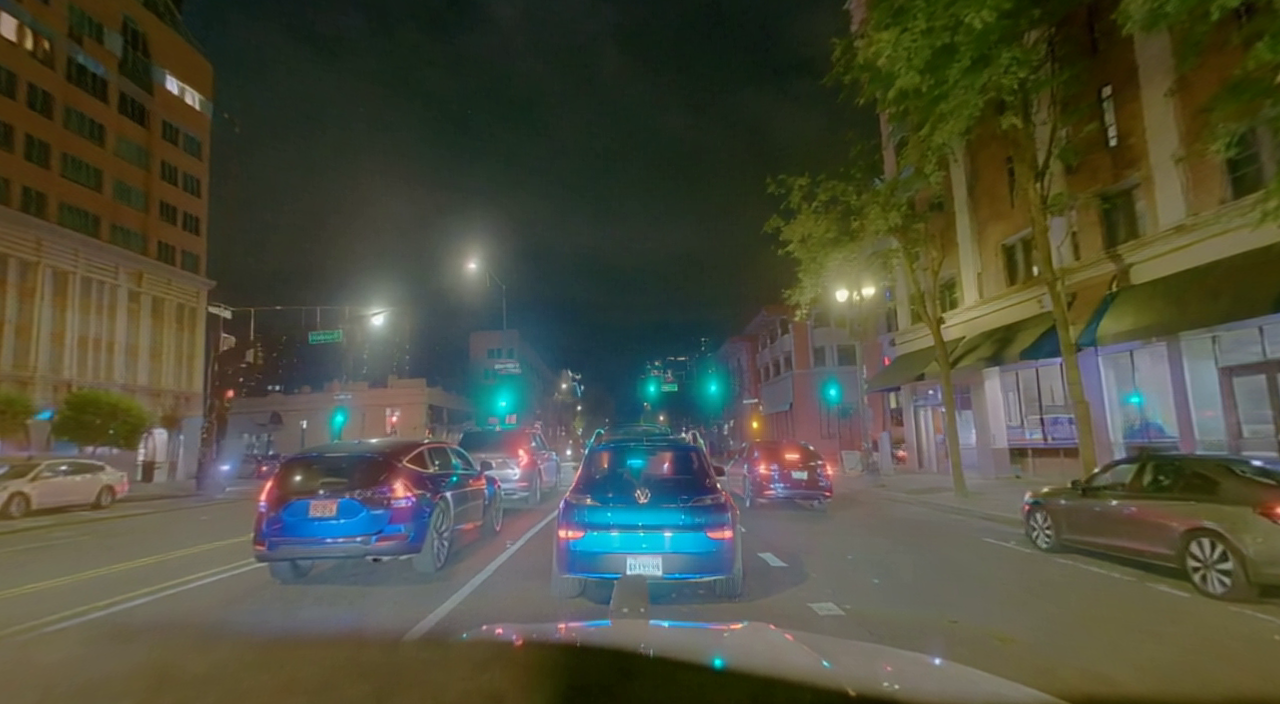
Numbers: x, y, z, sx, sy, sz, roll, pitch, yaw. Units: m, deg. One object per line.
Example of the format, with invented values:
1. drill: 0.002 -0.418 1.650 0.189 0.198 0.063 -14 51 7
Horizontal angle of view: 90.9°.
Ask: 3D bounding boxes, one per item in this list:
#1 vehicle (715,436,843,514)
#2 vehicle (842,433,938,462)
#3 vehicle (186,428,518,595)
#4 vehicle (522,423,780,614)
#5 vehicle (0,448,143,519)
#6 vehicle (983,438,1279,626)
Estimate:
1. vehicle: 2.986 2.736 14.497 2.018 1.529 3.880 0 -9 0
2. vehicle: 16.357 6.272 41.512 5.345 1.811 2.175 0 -9 -1
3. vehicle: -3.006 1.755 7.805 2.131 1.486 4.089 0 -9 1
4. vehicle: 0.081 1.586 6.826 2.022 1.481 3.564 0 -9 0
5. vehicle: -16.238 3.444 17.007 1.914 1.690 4.461 0 -9 1
6. vehicle: 5.964 1.702 6.879 1.873 1.453 4.579 0 -9 0
